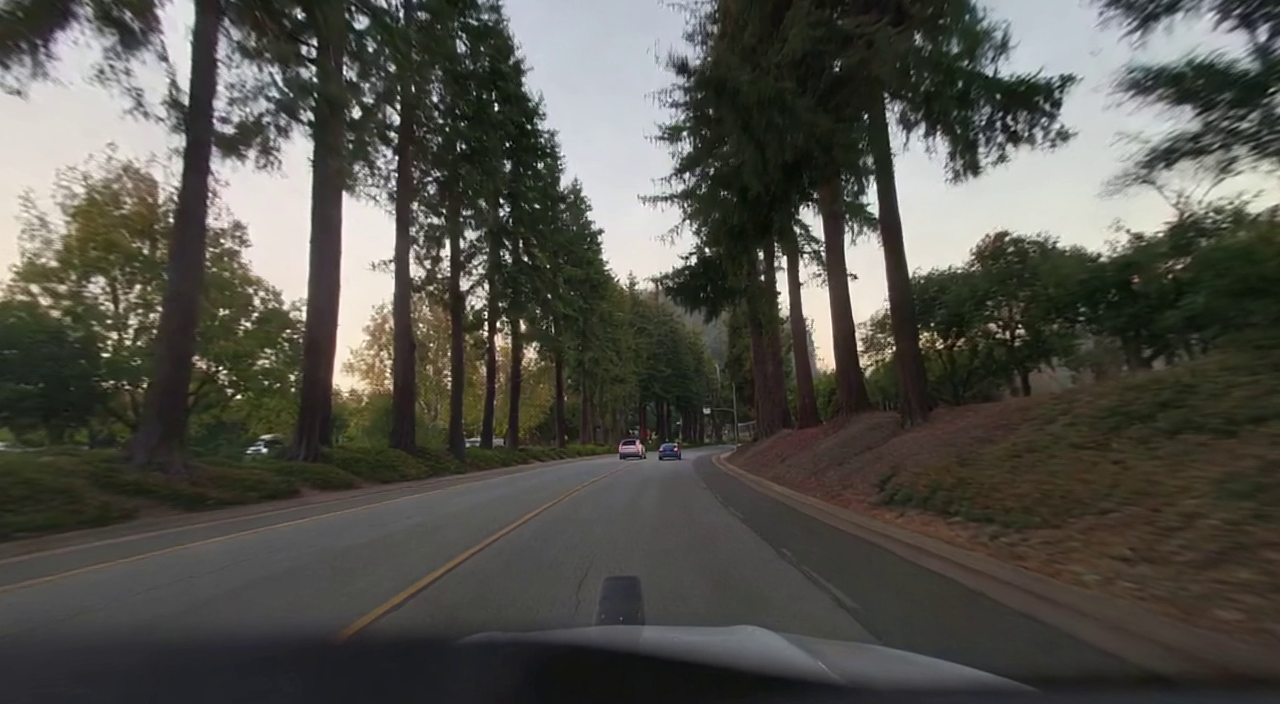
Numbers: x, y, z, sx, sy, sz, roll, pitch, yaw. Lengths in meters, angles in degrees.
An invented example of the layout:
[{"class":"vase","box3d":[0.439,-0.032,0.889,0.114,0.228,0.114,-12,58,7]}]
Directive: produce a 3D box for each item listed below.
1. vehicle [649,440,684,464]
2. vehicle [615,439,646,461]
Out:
[{"class":"vehicle","box3d":[1.755,6.438,40.773,2.071,1.474,4.047,-1,-8,5]},{"class":"vehicle","box3d":[-0.676,7.631,49.311,1.863,1.557,3.926,-1,-8,7]}]
